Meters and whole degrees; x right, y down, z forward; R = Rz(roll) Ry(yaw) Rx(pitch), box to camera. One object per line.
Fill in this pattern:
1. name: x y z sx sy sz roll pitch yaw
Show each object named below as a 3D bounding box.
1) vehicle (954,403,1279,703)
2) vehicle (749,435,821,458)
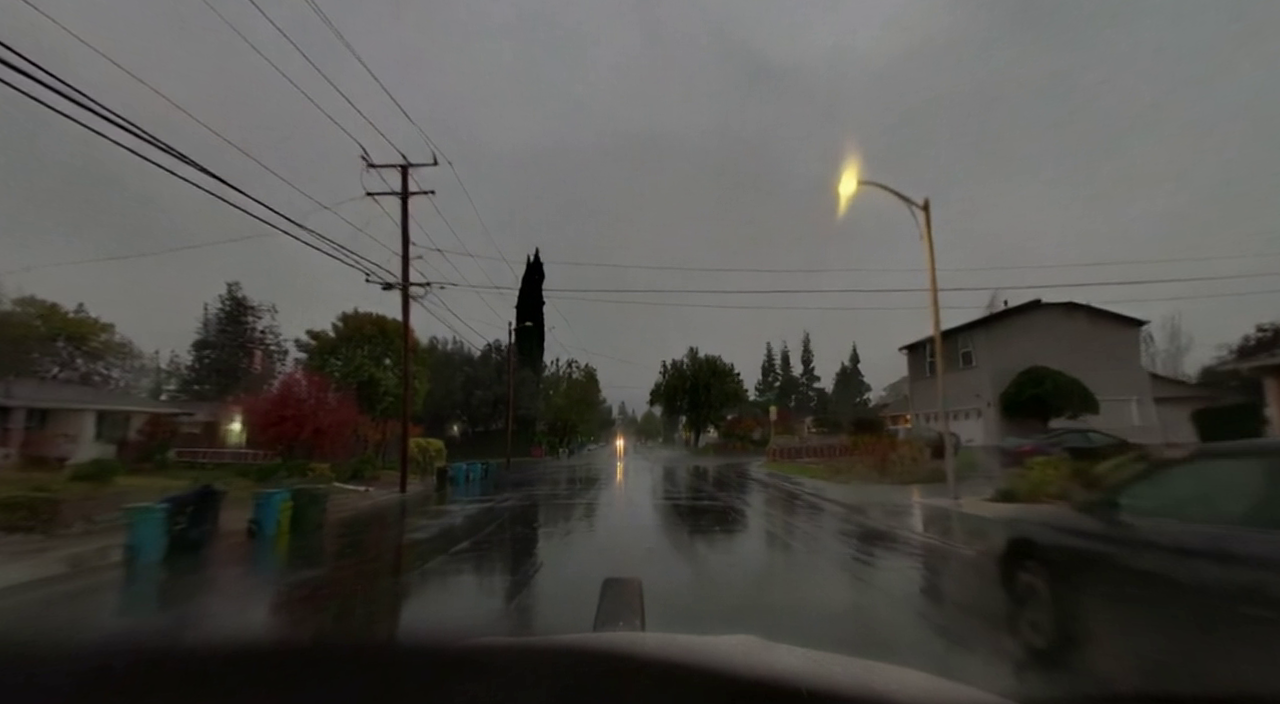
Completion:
1. vehicle: 3.550 1.000 2.693 2.012 1.531 4.557 0 -8 -1
2. vehicle: 9.875 6.453 43.103 4.452 1.482 2.017 4 -9 -25
